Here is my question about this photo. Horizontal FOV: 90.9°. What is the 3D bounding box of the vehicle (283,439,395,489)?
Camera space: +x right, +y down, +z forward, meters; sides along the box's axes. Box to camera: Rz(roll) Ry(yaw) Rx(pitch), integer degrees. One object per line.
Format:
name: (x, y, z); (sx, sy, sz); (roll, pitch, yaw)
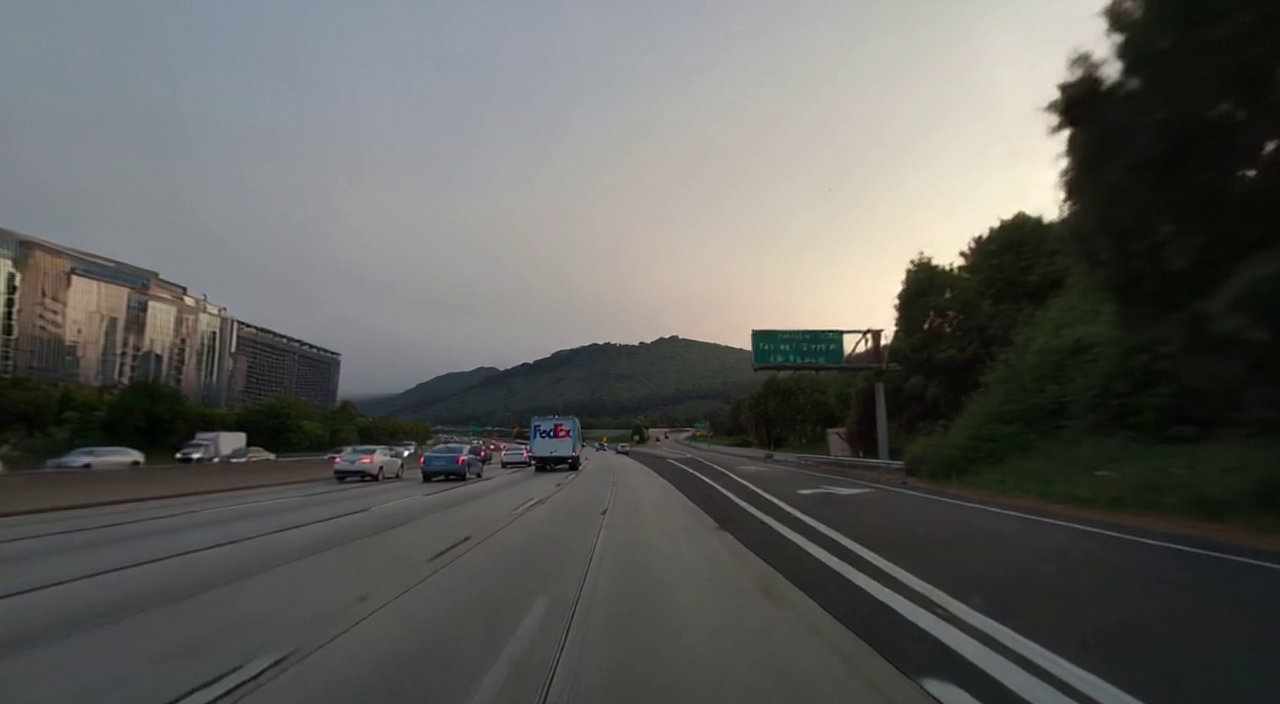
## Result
vehicle: (-11.903, 4.432, 25.359); (2.188, 1.784, 4.724); (0, -8, -1)

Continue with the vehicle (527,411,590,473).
vehicle: (-4.534, 5.237, 36.584); (2.798, 3.212, 7.573); (0, -8, -1)

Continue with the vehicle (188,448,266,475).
vehicle: (-24.926, 6.587, 38.258); (1.817, 1.457, 4.305); (1, -8, -1)

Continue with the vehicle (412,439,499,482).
vehicle: (-8.165, 4.849, 28.555); (2.461, 1.767, 4.991); (0, -8, 0)

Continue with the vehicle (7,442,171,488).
vehicle: (-20.547, 4.204, 23.872); (2.002, 1.540, 4.662); (0, -8, 0)

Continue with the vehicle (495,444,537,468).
vehicle: (-8.794, 7.403, 45.138); (2.143, 1.628, 4.559); (0, -8, -1)
